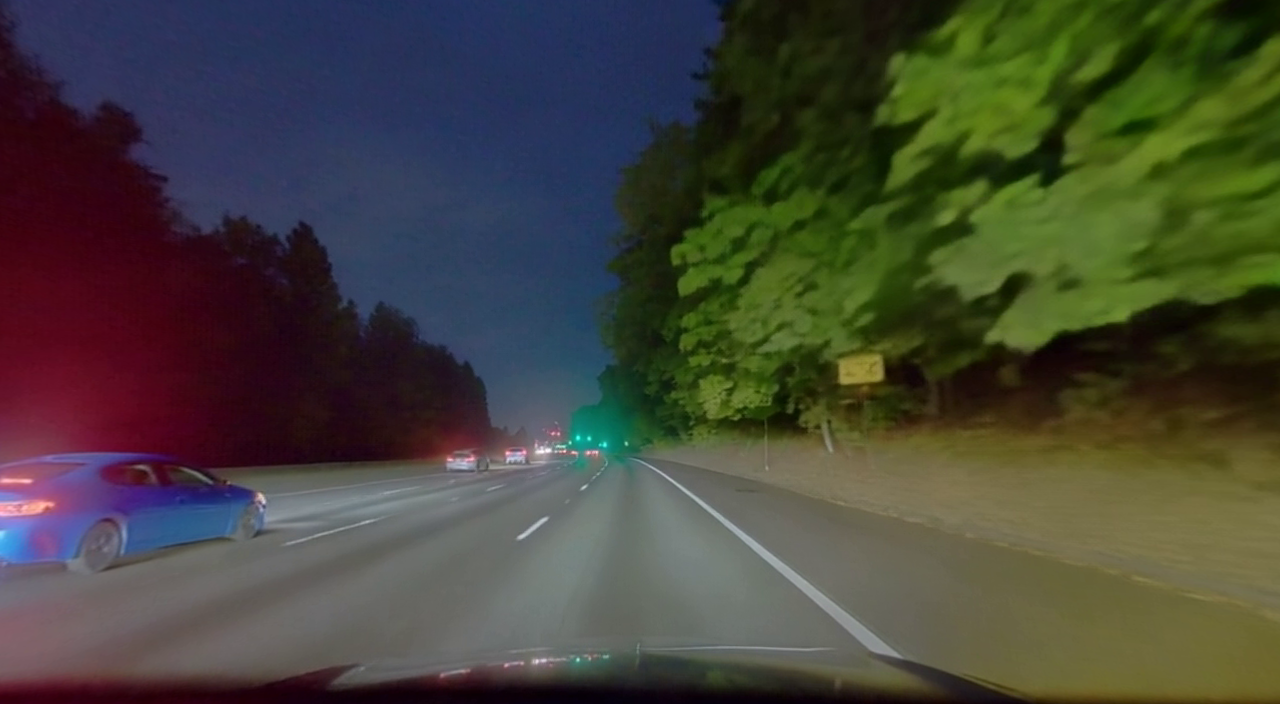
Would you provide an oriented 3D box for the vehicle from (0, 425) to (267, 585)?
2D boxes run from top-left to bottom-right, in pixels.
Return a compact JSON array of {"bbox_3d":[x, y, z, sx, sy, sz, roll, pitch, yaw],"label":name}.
[{"bbox_3d":[-7.525,1.863,8.425,2.133,1.586,4.869,0,-9,-1],"label":"vehicle"}]

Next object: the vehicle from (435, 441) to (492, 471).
[{"bbox_3d":[-12.154,7.206,43.795,2.425,1.926,5.584,0,-9,-1],"label":"vehicle"}]

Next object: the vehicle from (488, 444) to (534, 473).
[{"bbox_3d":[-7.916,6.604,39.082,2.060,1.680,4.255,0,-9,-2],"label":"vehicle"}]
